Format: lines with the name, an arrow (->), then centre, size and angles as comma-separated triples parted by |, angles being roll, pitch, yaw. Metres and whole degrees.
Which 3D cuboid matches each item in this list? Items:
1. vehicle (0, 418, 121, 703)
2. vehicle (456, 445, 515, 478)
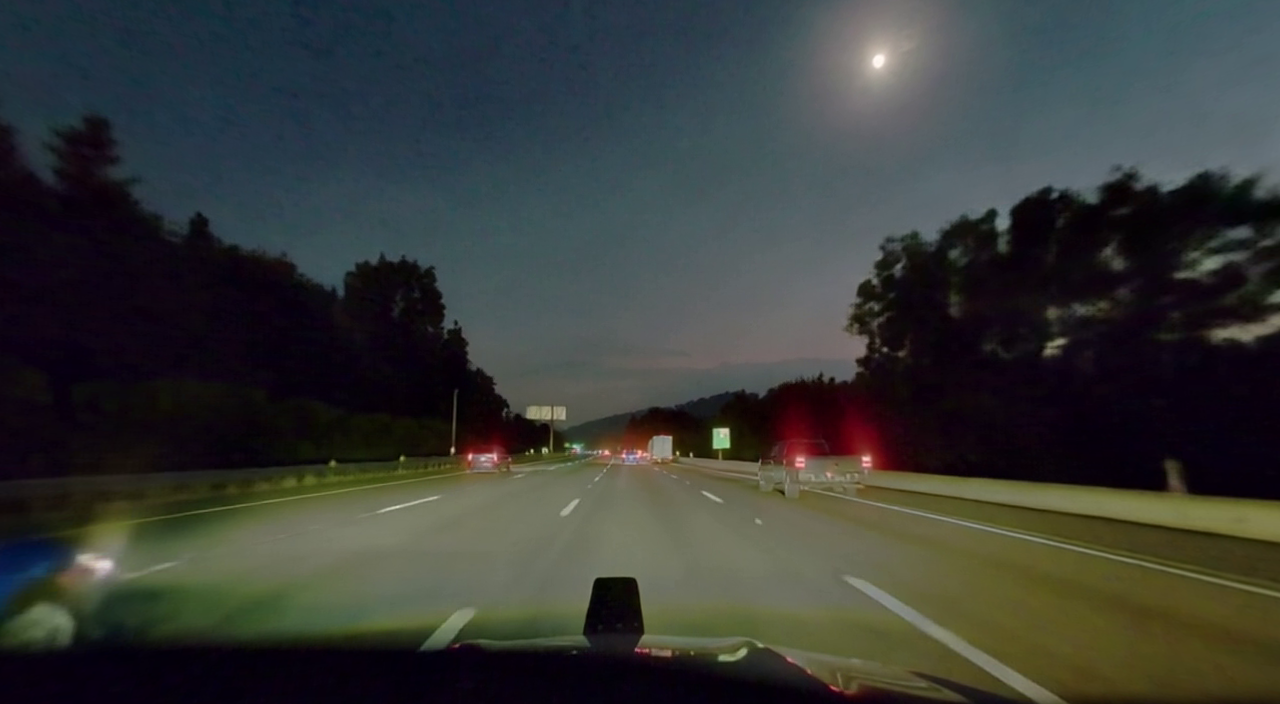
vehicle -> -4.198, 0.852, 1.582 | 2.090, 1.487, 4.276 | 0, -9, 1
vehicle -> -7.458, 5.307, 30.804 | 1.915, 1.479, 3.843 | 0, -9, 0
